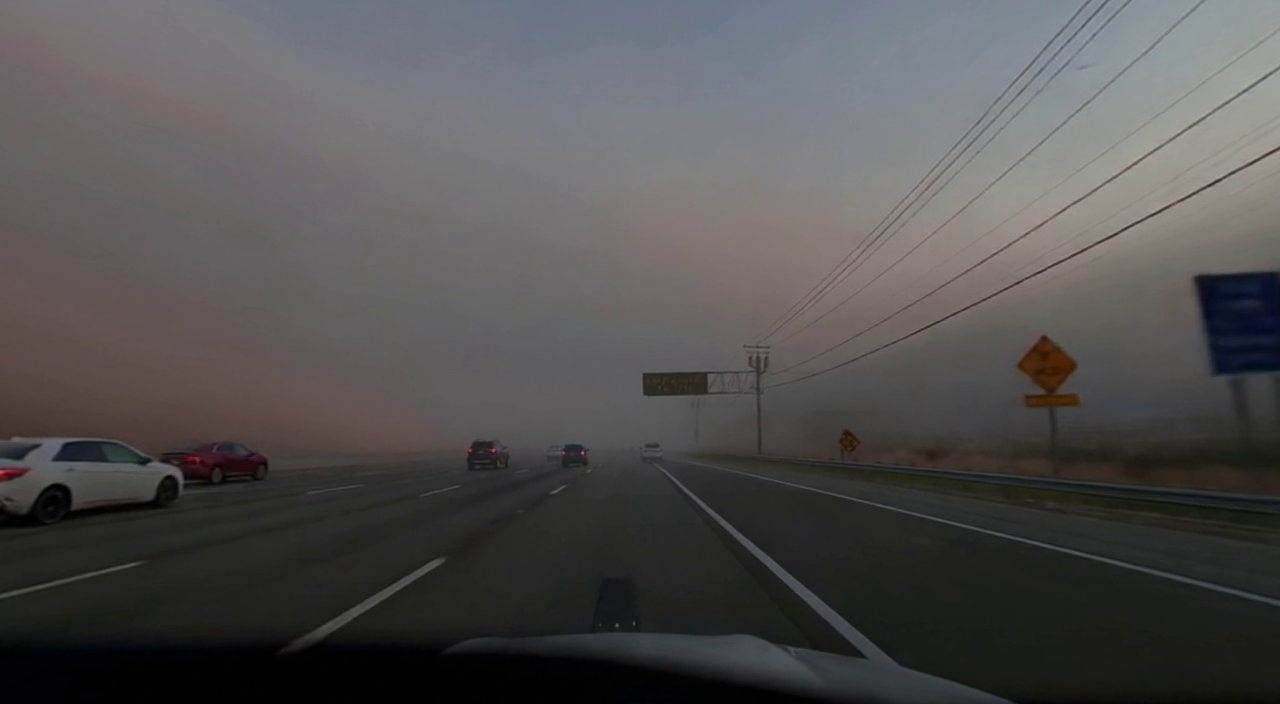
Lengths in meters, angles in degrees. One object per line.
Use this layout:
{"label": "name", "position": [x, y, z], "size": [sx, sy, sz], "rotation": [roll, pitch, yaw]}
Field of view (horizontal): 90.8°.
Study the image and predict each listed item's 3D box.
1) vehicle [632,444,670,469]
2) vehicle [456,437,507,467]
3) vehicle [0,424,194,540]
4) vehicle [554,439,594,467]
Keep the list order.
{"label": "vehicle", "position": [0.616, 6.249, 38.017], "size": [2.015, 1.391, 3.897], "rotation": [0, -9, -3]}
{"label": "vehicle", "position": [-10.524, 6.704, 42.438], "size": [2.115, 1.799, 5.444], "rotation": [0, -9, -1]}
{"label": "vehicle", "position": [-10.267, 2.131, 10.772], "size": [2.098, 1.643, 4.413], "rotation": [0, -9, 0]}
{"label": "vehicle", "position": [-4.130, 6.426, 40.208], "size": [2.121, 1.673, 4.443], "rotation": [0, -9, -1]}
